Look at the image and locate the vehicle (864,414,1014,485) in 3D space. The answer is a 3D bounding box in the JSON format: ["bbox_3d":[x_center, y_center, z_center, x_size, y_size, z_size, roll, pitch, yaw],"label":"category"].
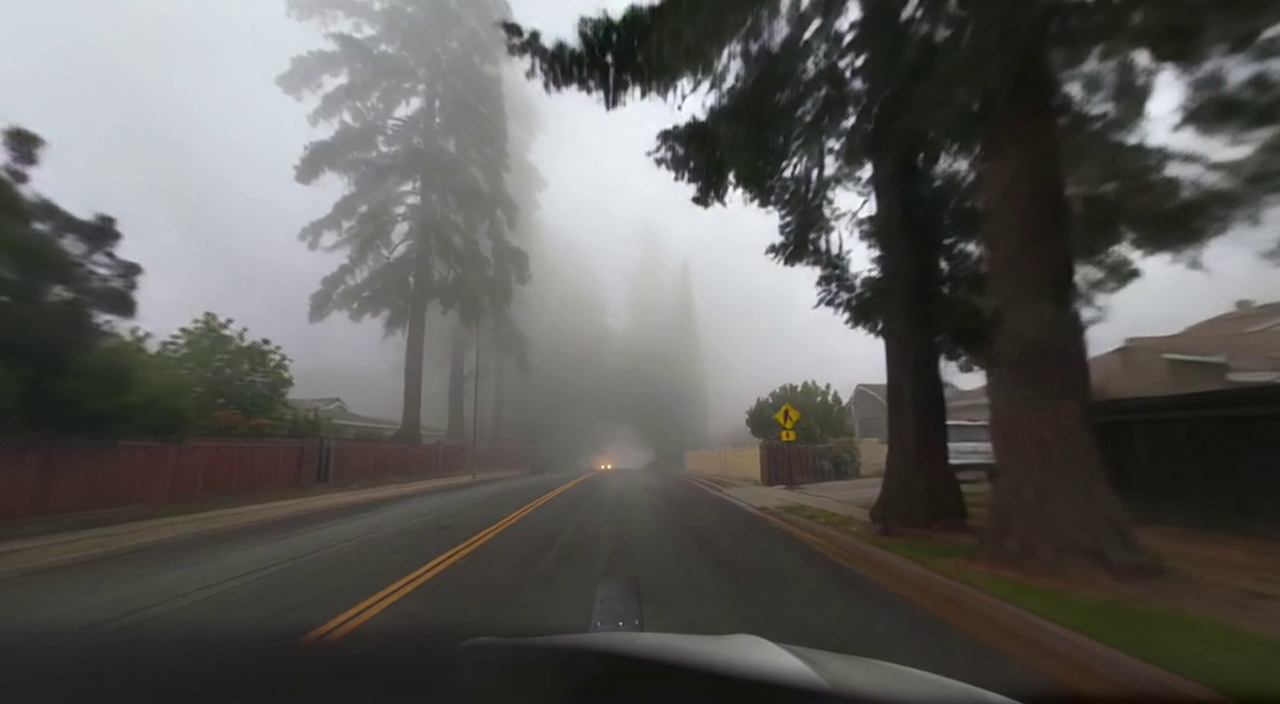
[{"bbox_3d":[9.771,3.282,21.435,2.335,2.028,6.172,0,-9,3],"label":"vehicle"}]
